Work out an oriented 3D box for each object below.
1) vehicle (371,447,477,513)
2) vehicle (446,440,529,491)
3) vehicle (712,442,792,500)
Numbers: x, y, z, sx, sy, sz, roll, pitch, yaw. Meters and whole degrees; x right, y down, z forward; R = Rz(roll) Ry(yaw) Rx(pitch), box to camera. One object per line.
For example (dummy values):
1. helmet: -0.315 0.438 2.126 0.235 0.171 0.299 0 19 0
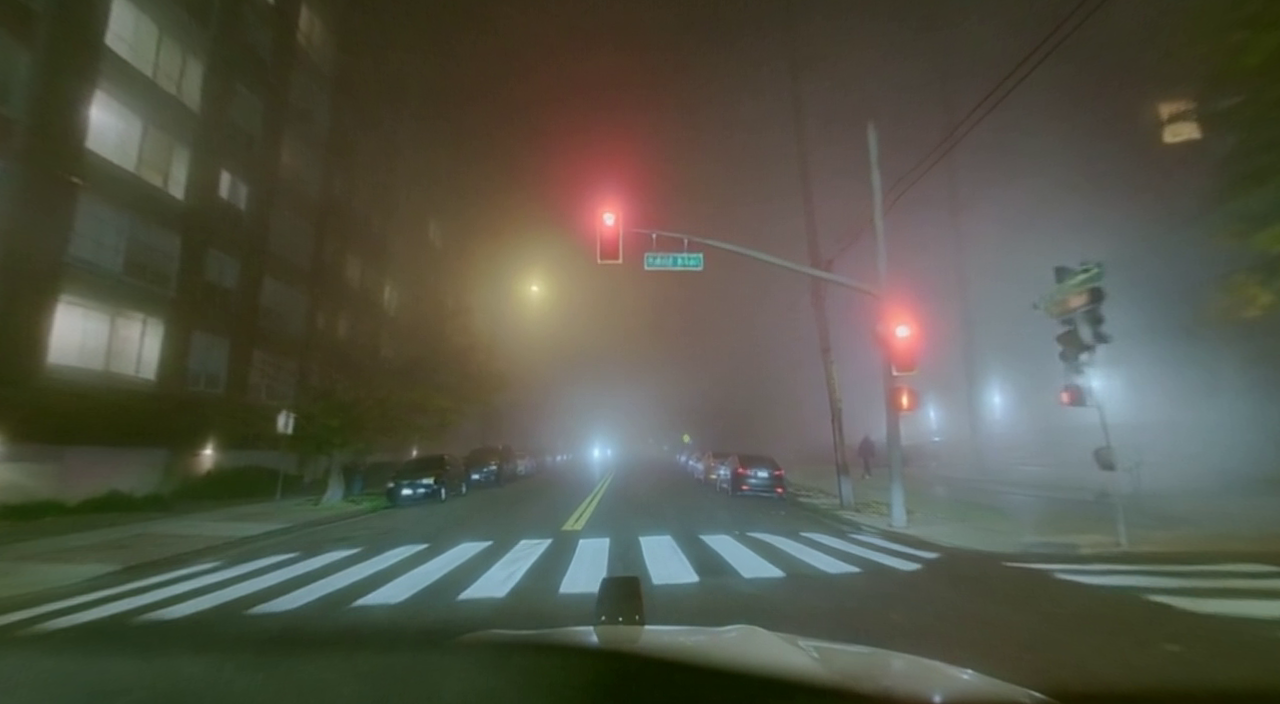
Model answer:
1. vehicle: -6.606 3.886 19.833 1.763 1.612 4.462 -6 -8 -1
2. vehicle: -6.346 4.737 26.854 2.175 1.849 4.725 -3 -8 2
3. vehicle: 3.671 3.966 21.599 1.924 1.657 4.665 1 -8 1
